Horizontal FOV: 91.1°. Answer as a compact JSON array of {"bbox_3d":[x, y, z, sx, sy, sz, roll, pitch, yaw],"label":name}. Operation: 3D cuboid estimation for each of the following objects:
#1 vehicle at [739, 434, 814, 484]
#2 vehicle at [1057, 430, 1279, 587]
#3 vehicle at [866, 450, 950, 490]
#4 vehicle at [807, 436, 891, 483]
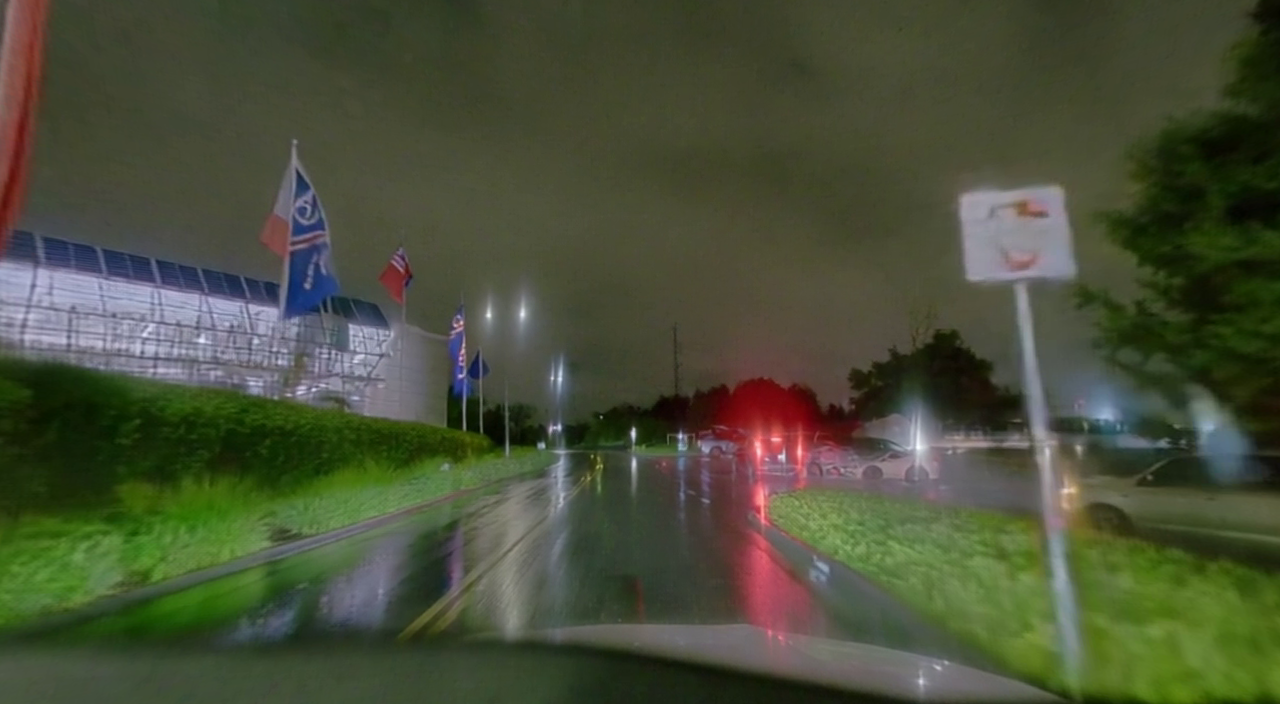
[{"bbox_3d":[5.577,4.432,26.223,1.977,1.860,4.237,0,-9,-3],"label":"vehicle"},{"bbox_3d":[8.889,2.135,9.031,2.113,1.945,4.546,1,-9,-10],"label":"vehicle"},{"bbox_3d":[10.871,4.793,25.802,1.819,1.494,3.834,-1,-9,1],"label":"vehicle"},{"bbox_3d":[8.354,4.346,25.632,1.924,1.713,4.627,-1,-9,2],"label":"vehicle"}]
